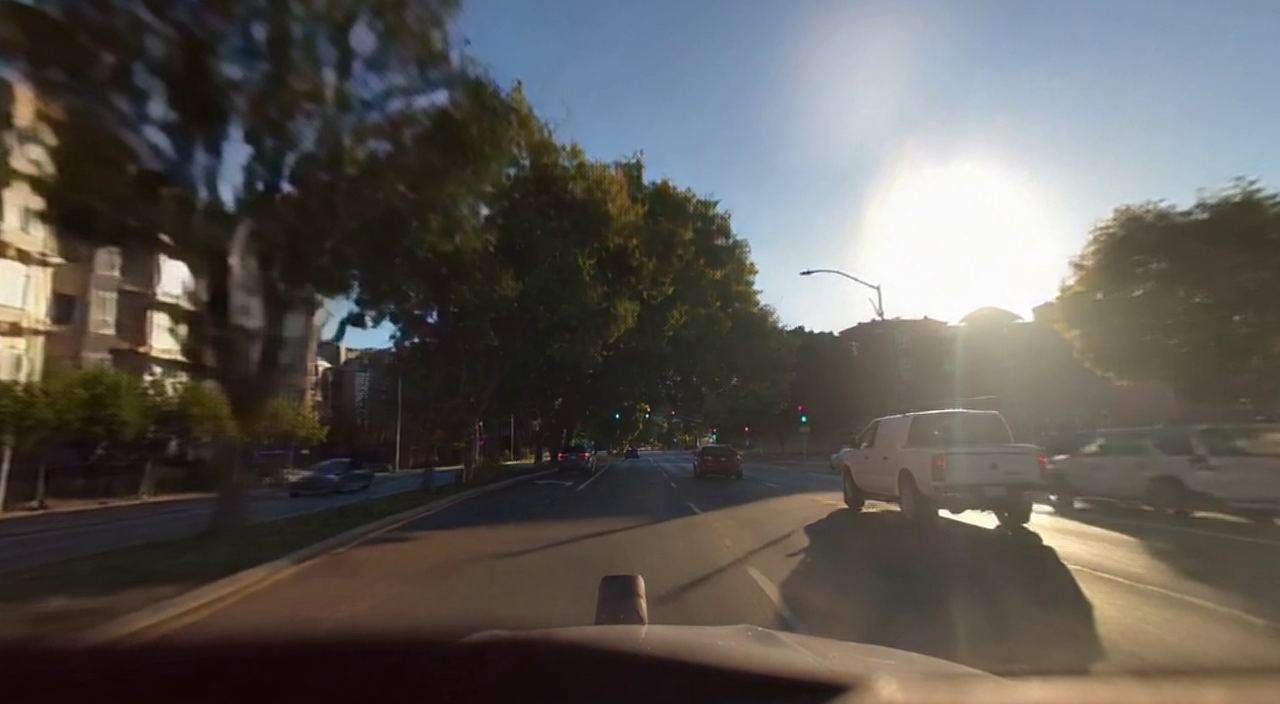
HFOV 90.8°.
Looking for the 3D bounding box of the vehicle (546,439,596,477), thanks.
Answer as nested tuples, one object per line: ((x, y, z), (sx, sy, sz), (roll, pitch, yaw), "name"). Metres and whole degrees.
((-3.378, 5.278, 31.615), (2.065, 1.716, 4.265), (0, -9, -1), "vehicle")

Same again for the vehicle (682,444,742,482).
((2.992, 4.713, 27.198), (2.003, 1.480, 4.494), (0, -9, -1), "vehicle")

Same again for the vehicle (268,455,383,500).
((-11.773, 4.708, 24.071), (2.028, 1.490, 4.475), (0, -9, 1), "vehicle")

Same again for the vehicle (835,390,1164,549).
((5.492, 1.933, 11.028), (2.427, 2.017, 5.763), (0, -9, 1), "vehicle")

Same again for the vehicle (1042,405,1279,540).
((9.613, 2.015, 11.078), (2.064, 1.837, 4.724), (0, -9, 1), "vehicle")
